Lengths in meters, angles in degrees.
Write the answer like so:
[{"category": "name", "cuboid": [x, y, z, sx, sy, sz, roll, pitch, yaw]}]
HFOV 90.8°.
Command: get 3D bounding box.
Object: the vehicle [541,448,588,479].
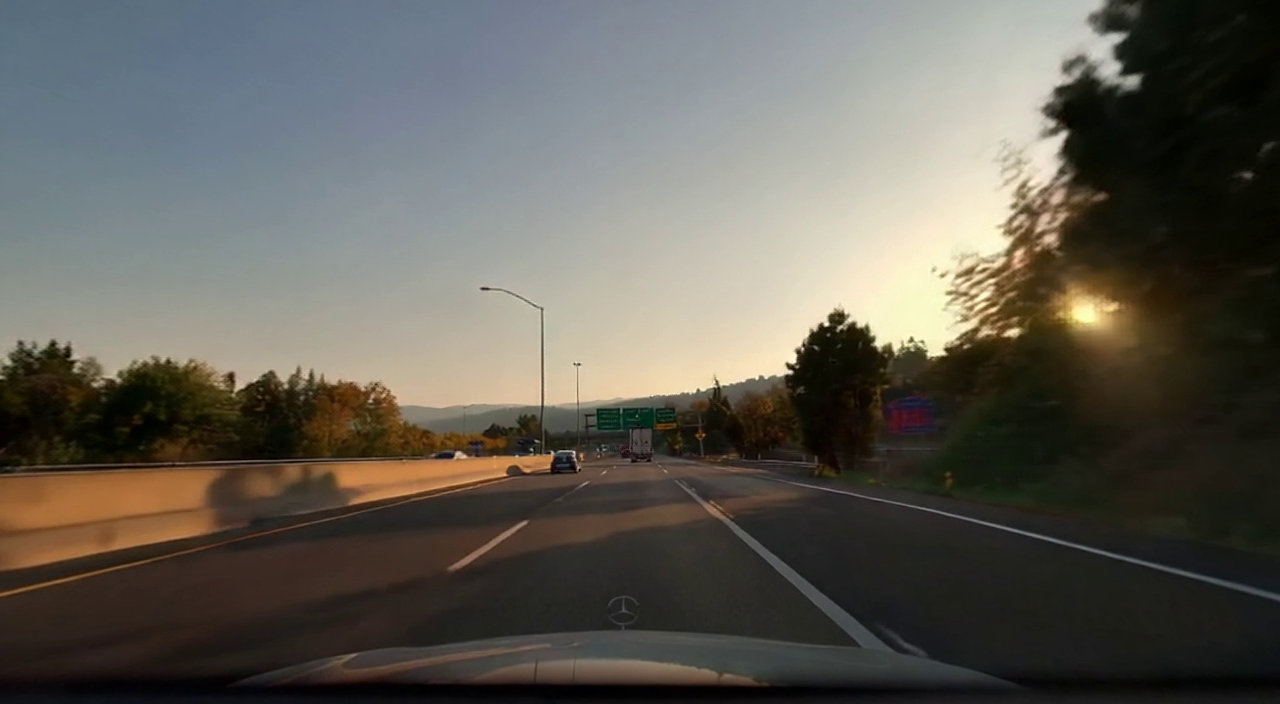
[{"category": "vehicle", "cuboid": [-3.799, 5.711, 32.507, 1.886, 1.465, 4.119, 0, -9, 0]}]
